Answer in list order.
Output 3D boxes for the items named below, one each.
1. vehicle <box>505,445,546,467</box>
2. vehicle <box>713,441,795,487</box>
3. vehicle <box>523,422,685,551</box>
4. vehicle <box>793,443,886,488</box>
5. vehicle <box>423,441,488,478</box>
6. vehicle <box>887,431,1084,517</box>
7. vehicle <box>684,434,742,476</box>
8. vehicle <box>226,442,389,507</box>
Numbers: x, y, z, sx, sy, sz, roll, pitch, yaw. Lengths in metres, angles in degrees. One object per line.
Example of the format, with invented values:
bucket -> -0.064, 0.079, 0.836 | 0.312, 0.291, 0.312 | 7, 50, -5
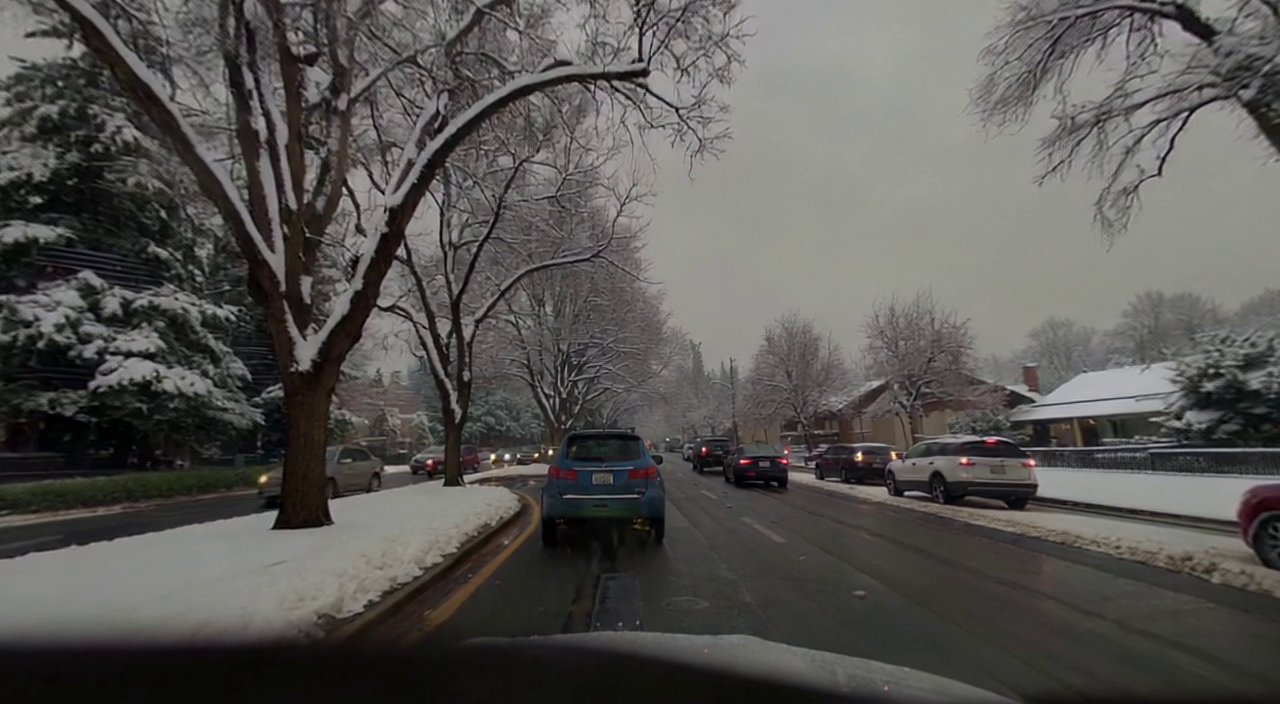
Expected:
vehicle -> -8.233, 7.537, 45.987 | 2.039, 1.466, 4.553 | 0, -8, 1
vehicle -> 3.953, 3.963, 22.692 | 2.175, 1.477, 4.520 | 0, -8, 1
vehicle -> -0.549, 2.030, 10.157 | 2.106, 1.655, 3.717 | 0, -8, -3
vehicle -> 7.195, 4.104, 23.287 | 1.977, 1.485, 4.308 | 0, -8, 0
vehicle -> -8.882, 5.186, 30.759 | 1.920, 1.663, 4.036 | 0, -8, 1
vehicle -> 7.757, 2.754, 14.813 | 2.168, 1.709, 4.289 | 0, -8, 0
vehicle -> 3.409, 4.901, 30.408 | 2.114, 1.846, 4.659 | 0, -8, -1
vehicle -> -8.804, 3.252, 17.320 | 1.938, 1.513, 4.593 | 0, -8, 0
